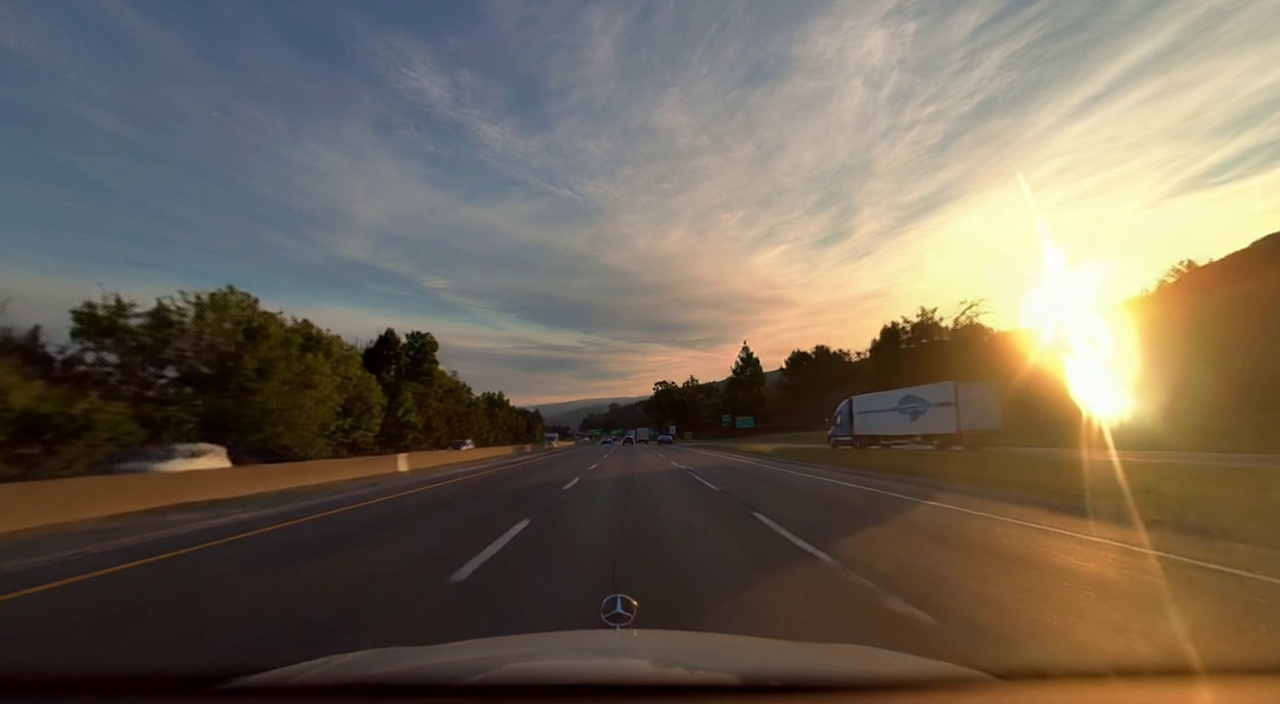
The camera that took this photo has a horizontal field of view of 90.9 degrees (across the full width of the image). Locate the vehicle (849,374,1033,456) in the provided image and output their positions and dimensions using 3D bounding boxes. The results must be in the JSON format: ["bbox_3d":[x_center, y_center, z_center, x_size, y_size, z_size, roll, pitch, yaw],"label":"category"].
[{"bbox_3d":[17.831,4.166,39.418,3.442,4.212,13.752,1,-8,-7],"label":"vehicle"}]
